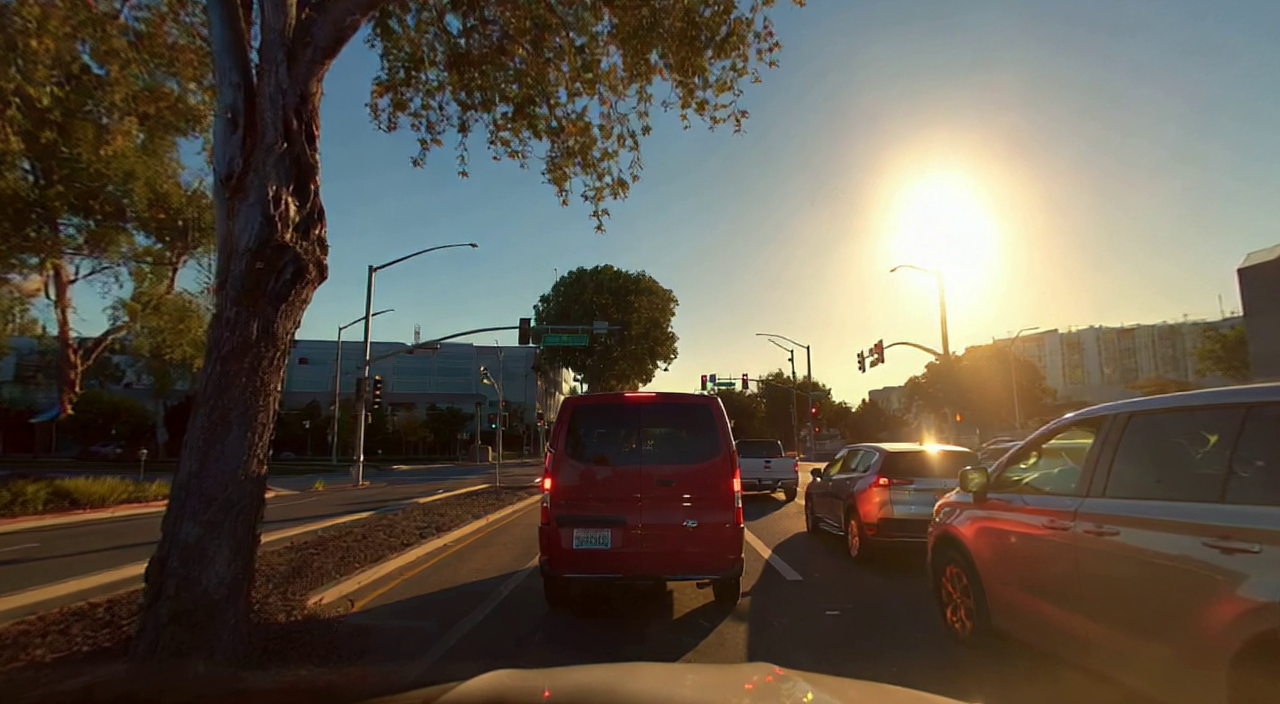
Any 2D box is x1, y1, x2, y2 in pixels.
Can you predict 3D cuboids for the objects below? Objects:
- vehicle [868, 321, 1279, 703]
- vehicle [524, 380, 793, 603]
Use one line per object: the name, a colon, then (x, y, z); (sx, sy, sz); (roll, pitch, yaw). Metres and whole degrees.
vehicle: (2.901, 0.946, 3.180); (1.971, 1.663, 4.287); (0, -8, 2)
vehicle: (0.168, 1.464, 7.428); (2.185, 1.822, 4.391); (0, -8, 1)
